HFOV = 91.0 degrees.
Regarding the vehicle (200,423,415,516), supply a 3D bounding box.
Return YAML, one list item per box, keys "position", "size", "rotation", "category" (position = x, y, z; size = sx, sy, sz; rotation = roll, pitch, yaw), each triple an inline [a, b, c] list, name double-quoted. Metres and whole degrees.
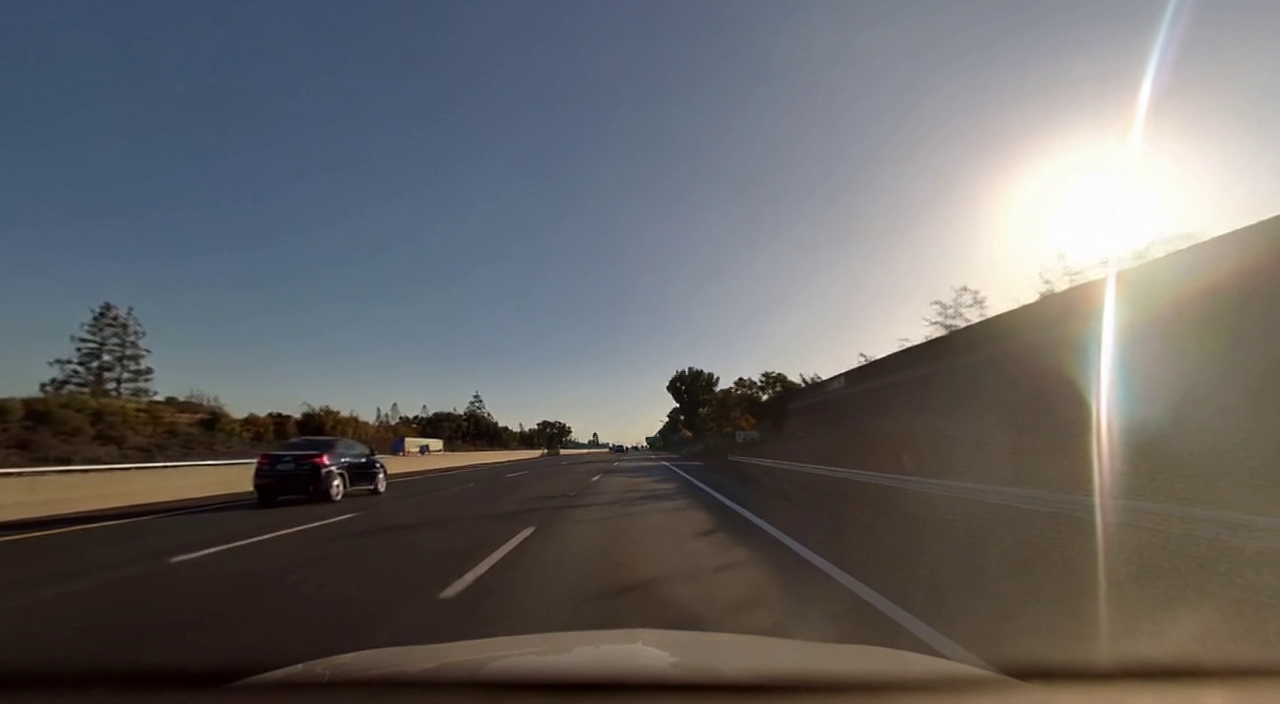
- position: [-6.931, 2.505, 13.904]
  size: [2.109, 1.692, 4.712]
  rotation: [0, -9, 1]
  category: "vehicle"
